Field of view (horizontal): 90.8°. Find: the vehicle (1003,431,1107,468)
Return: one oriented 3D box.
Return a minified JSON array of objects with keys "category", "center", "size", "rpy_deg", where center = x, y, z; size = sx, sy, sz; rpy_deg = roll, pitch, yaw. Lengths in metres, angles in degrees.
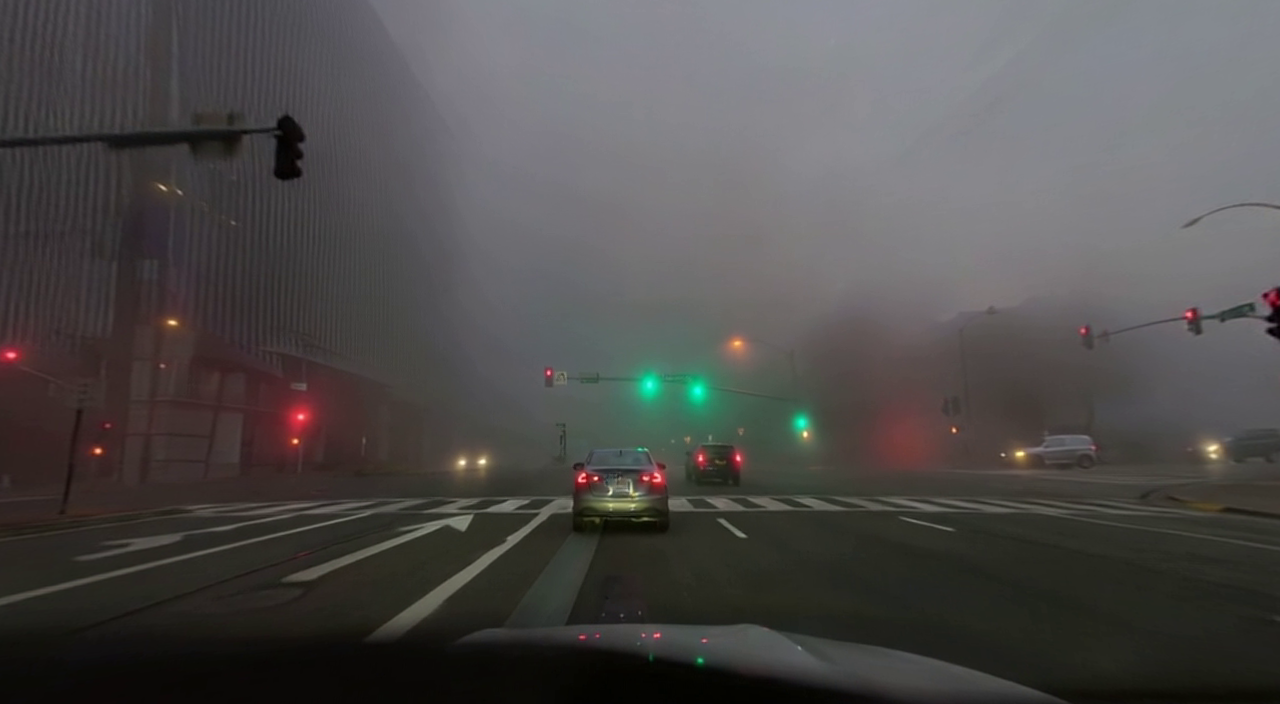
[{"category":"vehicle","center":[24.019,5.682,36.688],"size":[4.384,2.000,2.345],"rpy_deg":[1,-10,-4]}]

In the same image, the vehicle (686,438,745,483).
[{"category":"vehicle","center":[3.274,4.777,28.152],"size":[2.078,1.799,4.089],"rpy_deg":[1,-8,-1]}]

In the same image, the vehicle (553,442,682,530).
[{"category":"vehicle","center":[-0.419,2.539,12.616],"size":[2.144,1.398,3.963],"rpy_deg":[1,-8,-1]}]
